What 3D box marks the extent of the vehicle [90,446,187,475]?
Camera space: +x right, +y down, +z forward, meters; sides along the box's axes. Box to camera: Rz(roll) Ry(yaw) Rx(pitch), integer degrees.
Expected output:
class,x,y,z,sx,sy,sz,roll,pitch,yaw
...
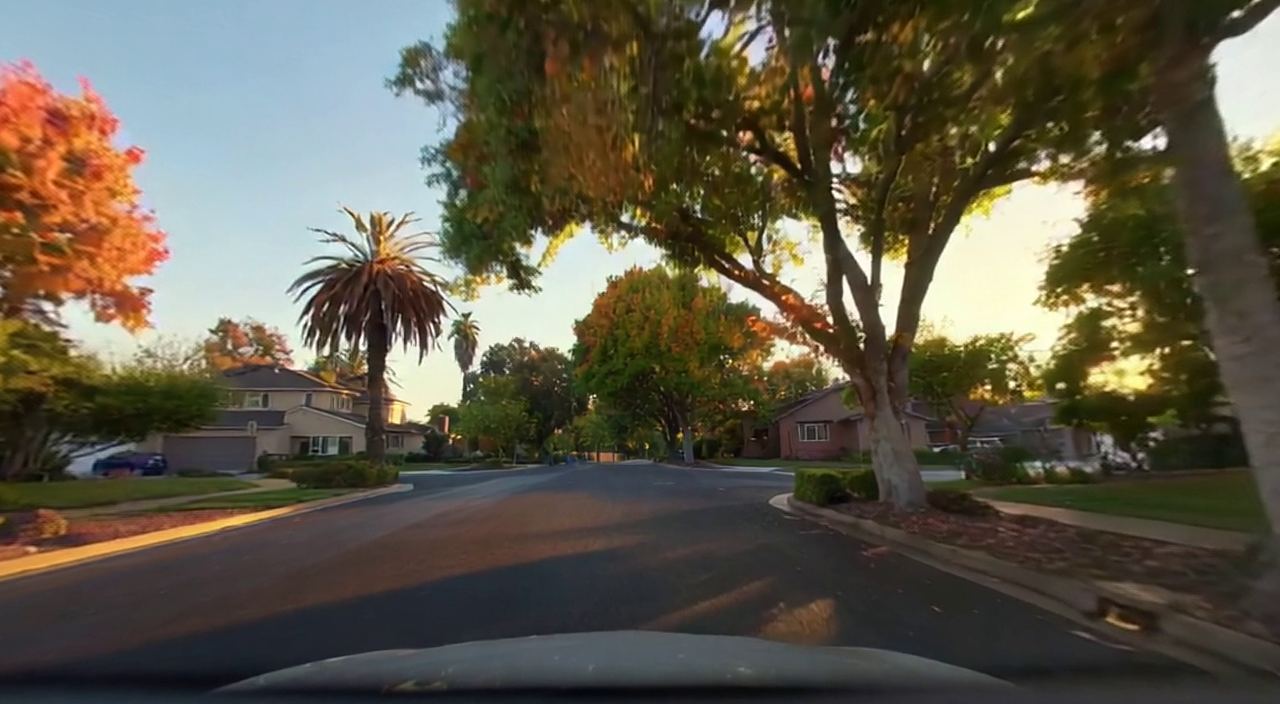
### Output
class,x,y,z,sx,sy,sz,roll,pitch,yaw
vehicle,-30.228,6.565,38.177,4.023,1.692,2.024,0,-11,-2
